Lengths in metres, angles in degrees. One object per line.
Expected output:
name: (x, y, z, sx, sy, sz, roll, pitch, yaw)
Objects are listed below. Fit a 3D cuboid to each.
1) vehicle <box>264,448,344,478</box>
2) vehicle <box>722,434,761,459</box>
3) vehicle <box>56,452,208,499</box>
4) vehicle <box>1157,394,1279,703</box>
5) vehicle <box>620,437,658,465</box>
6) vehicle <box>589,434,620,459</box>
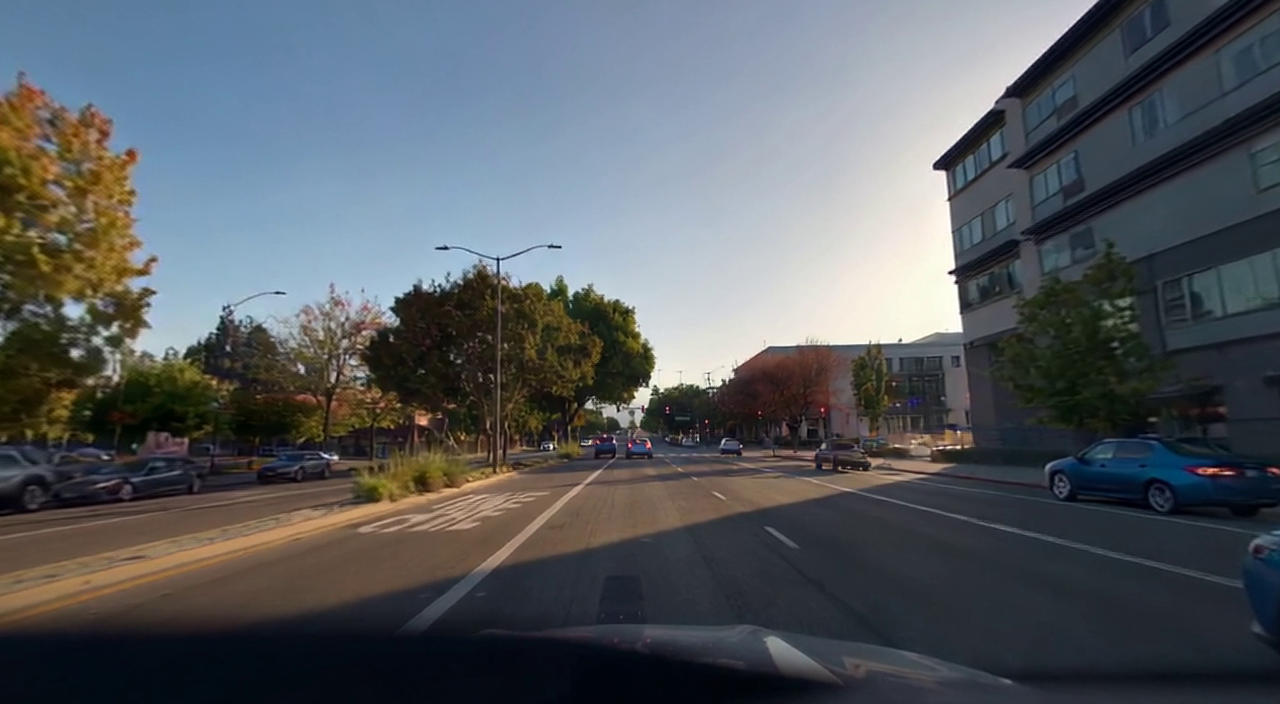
vehicle: (-18.078, 5.977, 34.242, 1.865, 1.460, 4.693, 0, -8, -2)
vehicle: (7.406, 6.980, 46.548, 2.068, 1.731, 4.752, 0, -8, -1)
vehicle: (-17.966, 4.351, 22.672, 1.824, 1.453, 4.433, 0, -8, -1)
vehicle: (3.728, 0.684, 1.118, 1.861, 1.473, 4.393, 0, -8, 0)
vehicle: (-0.079, 5.763, 36.913, 2.097, 1.480, 4.006, 0, -8, 0)
vehicle: (-2.750, 7.438, 49.823, 2.064, 1.825, 4.760, 0, -8, 1)
